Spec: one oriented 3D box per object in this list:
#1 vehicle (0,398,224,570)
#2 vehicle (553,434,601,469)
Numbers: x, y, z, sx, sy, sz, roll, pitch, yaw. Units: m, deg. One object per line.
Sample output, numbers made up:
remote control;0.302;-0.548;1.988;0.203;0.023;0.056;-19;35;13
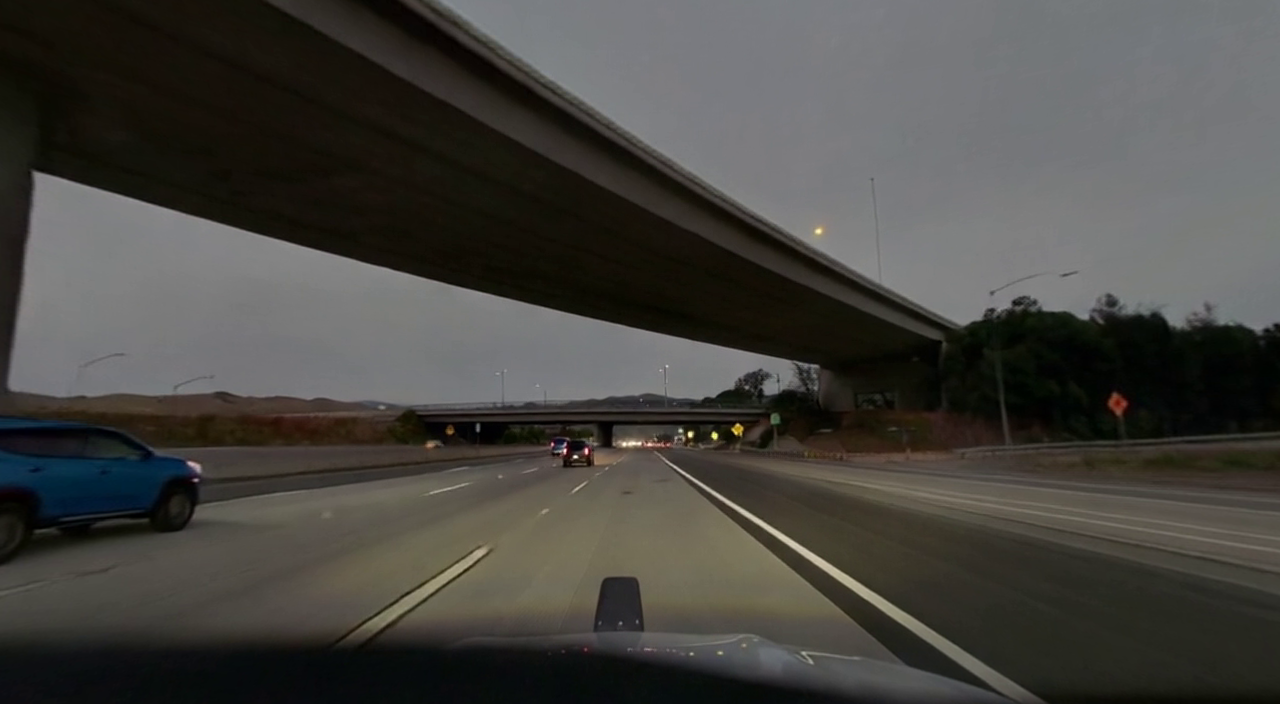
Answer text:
vehicle;-7.468;1.460;7.263;2.092;1.712;4.627;0;-8;1
vehicle;-3.569;5.781;36.722;2.144;1.847;4.850;0;-8;1
